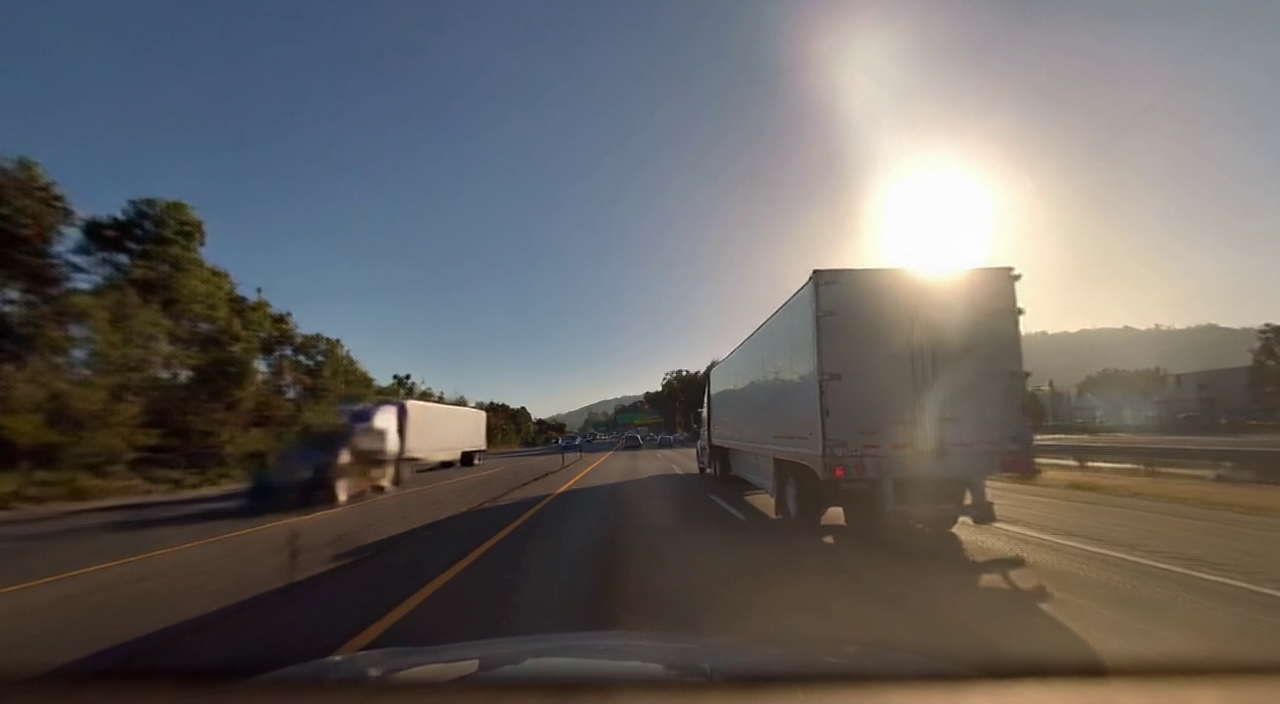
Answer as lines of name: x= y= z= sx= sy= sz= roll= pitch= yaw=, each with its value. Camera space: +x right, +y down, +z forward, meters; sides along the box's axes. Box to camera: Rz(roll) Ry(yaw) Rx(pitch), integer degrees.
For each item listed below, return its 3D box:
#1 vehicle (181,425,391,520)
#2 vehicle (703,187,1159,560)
vehicle: x=-7.918 y=2.680 z=14.802 sx=2.346 sy=1.838 sz=4.576 roll=1 pitch=-7 yaw=-2
vehicle: x=3.698 y=1.082 z=13.598 sx=3.038 sy=3.975 sz=13.887 roll=0 pitch=-8 yaw=-1
